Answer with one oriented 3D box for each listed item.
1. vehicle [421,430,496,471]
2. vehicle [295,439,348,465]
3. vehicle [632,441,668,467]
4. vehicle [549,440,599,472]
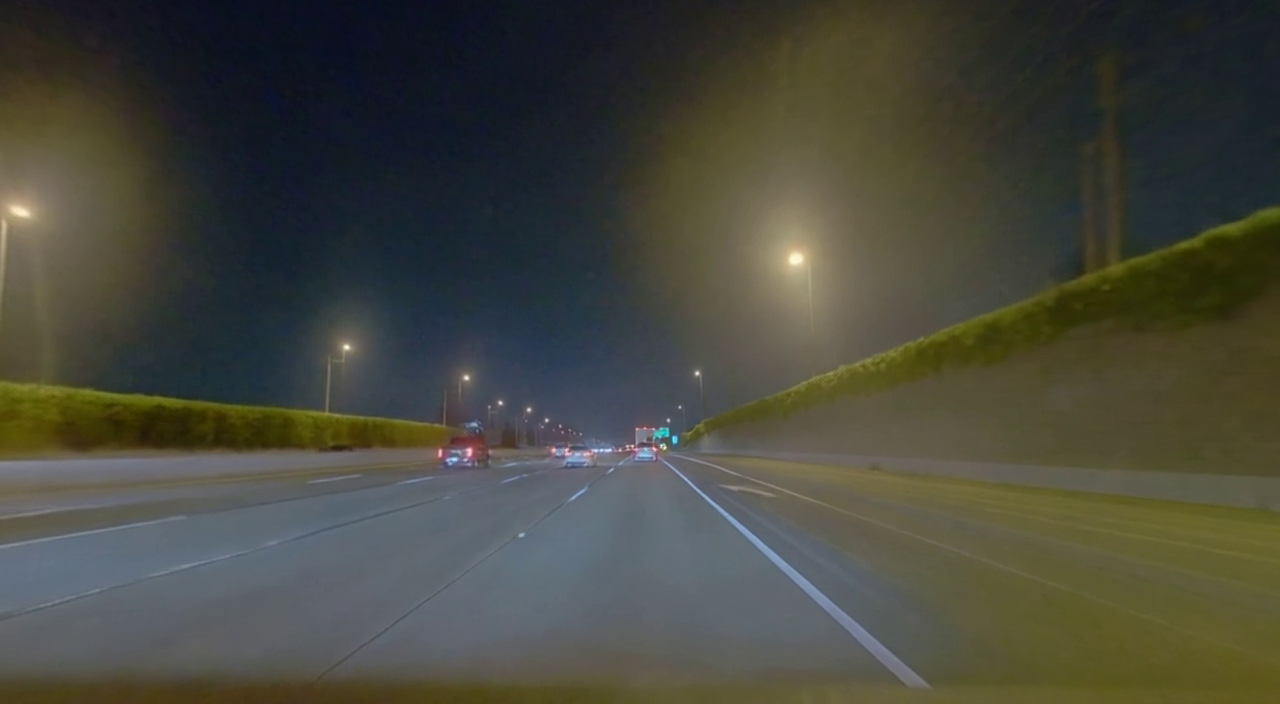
[{"bbox_3d":[-9.902,5.418,34.934,2.339,2.018,5.790,0,-8,1],"label":"vehicle"},{"bbox_3d":[-19.086,5.975,37.911,1.435,1.355,3.223,3,-8,0],"label":"vehicle"},{"bbox_3d":[0.592,6.212,38.722,2.073,1.480,4.343,0,-8,0],"label":"vehicle"},{"bbox_3d":[-3.246,5.218,31.779,2.056,1.480,4.022,0,-8,1],"label":"vehicle"}]
